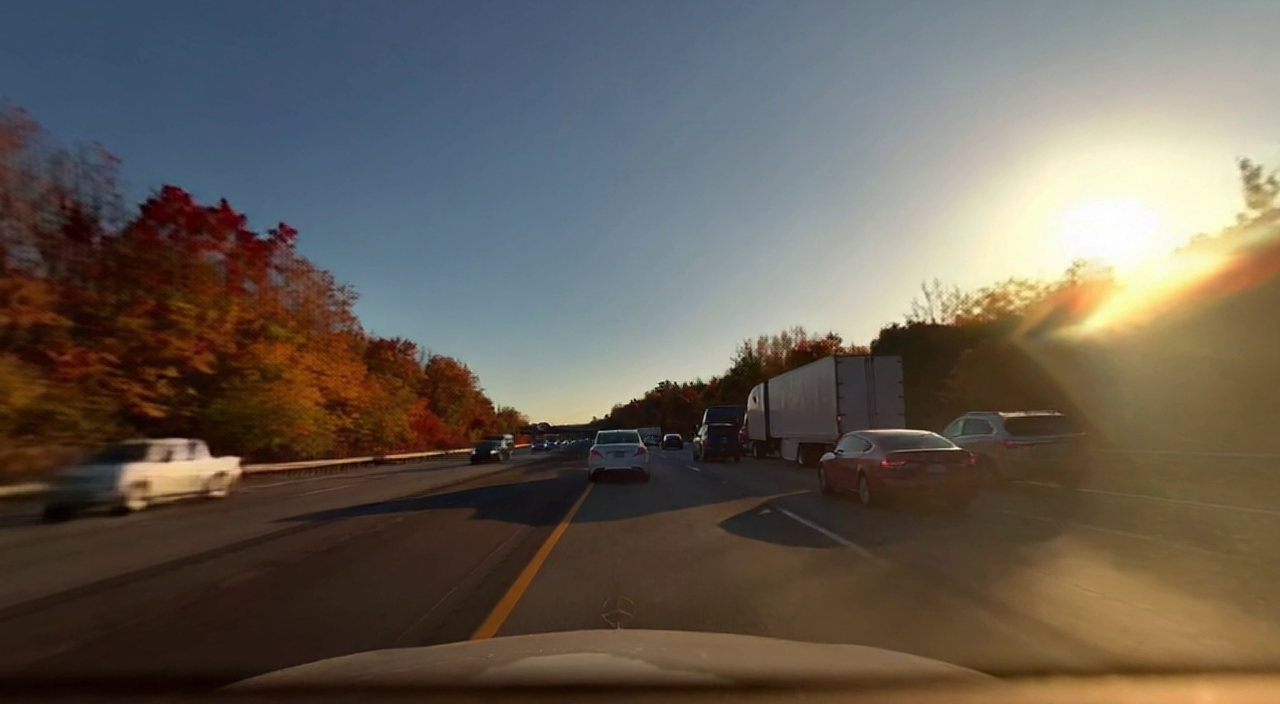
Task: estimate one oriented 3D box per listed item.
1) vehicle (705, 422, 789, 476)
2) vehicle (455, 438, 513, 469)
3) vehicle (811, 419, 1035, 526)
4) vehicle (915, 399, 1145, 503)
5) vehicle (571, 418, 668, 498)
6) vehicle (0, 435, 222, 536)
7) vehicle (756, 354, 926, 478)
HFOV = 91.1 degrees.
[{"bbox_3d":[3.635,3.386,22.127,2.147,1.707,3.963,0,-8,-1],"label":"vehicle"},{"bbox_3d":[-8.754,5.713,35.728,2.054,1.579,4.792,0,-8,0],"label":"vehicle"},{"bbox_3d":[4.627,2.011,11.118,2.040,1.523,4.068,0,-8,0],"label":"vehicle"},{"bbox_3d":[8.475,2.195,14.366,2.116,1.965,4.691,0,-8,-2],"label":"vehicle"},{"bbox_3d":[-0.484,2.593,15.893,2.087,1.709,4.455,0,-8,-1],"label":"vehicle"},{"bbox_3d":[-11.791,2.787,13.975,2.024,1.848,4.395,0,-8,-2],"label":"vehicle"},{"bbox_3d":[7.867,2.970,27.578,2.867,4.066,13.802,0,-7,0],"label":"vehicle"}]
